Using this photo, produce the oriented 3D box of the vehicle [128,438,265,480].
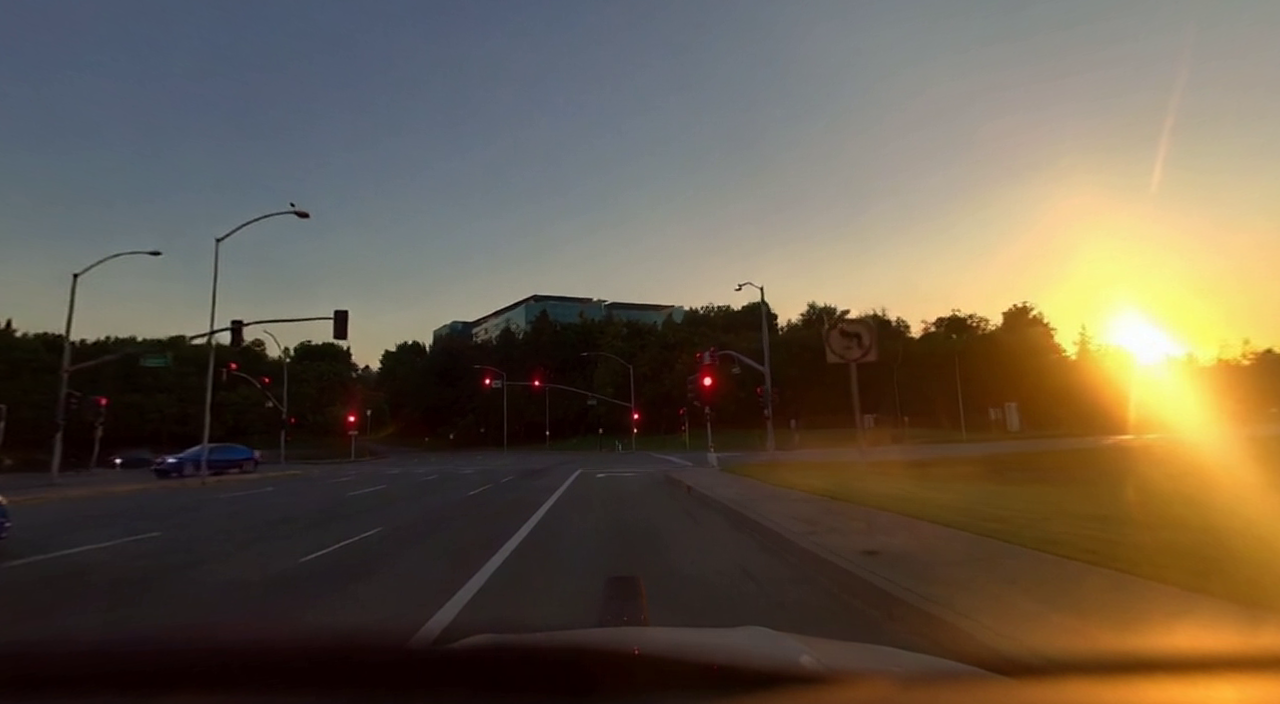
[{"bbox_3d":[-17.858,4.292,25.705,1.837,1.530,4.570,-2,-8,9],"label":"vehicle"}]
